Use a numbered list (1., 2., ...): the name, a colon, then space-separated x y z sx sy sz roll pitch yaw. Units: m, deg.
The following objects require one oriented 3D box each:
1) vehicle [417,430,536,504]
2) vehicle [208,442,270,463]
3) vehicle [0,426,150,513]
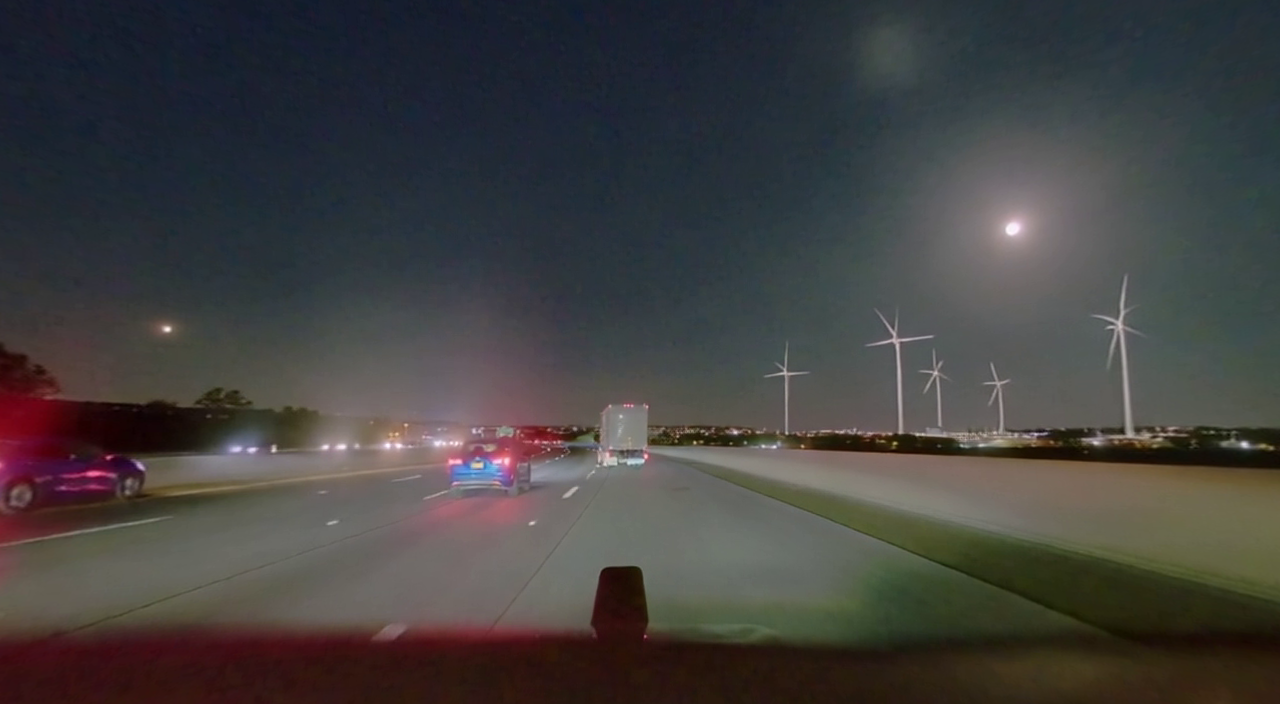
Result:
1. vehicle: -4.097 2.940 16.475 2.109 1.684 3.783 0 -8 0
2. vehicle: -30.709 7.698 48.220 1.862 1.495 4.695 1 -8 -3
3. vehicle: -14.842 2.673 14.623 2.285 1.835 5.672 0 -8 -1
